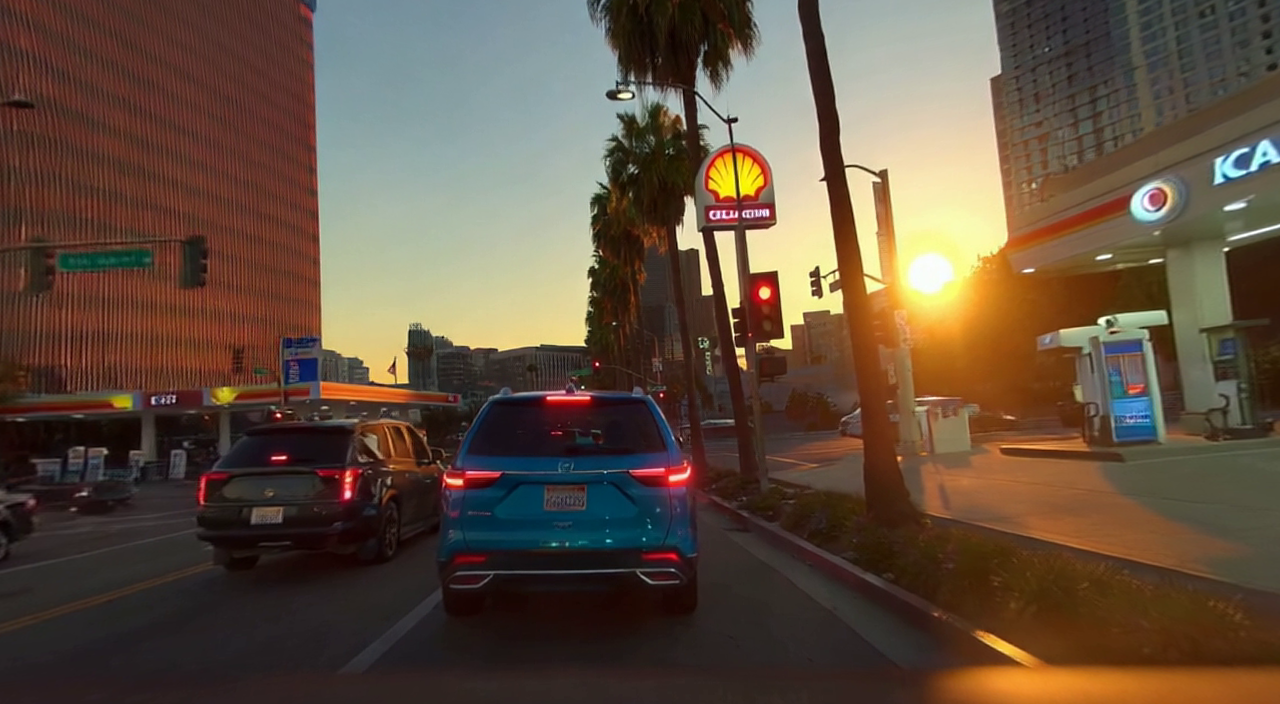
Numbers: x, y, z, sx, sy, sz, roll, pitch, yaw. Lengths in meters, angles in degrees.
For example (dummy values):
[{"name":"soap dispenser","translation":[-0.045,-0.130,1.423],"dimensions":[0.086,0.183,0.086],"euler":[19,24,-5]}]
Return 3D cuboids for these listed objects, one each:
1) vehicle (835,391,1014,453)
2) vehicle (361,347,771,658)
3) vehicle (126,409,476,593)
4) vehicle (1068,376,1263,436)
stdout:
[{"name":"vehicle","translation":[9.986,2.501,22.459],"dimensions":[5.307,2.076,2.122],"euler":[0,-8,-4]},{"name":"vehicle","translation":[-0.548,1.269,6.421],"dimensions":[2.519,1.913,4.819],"euler":[0,-8,-3]},{"name":"vehicle","translation":[-3.819,1.756,8.487],"dimensions":[2.097,1.692,5.030],"euler":[0,-8,-3]},{"name":"vehicle","translation":[18.775,1.979,22.790],"dimensions":[5.033,1.999,2.259],"euler":[0,-8,-3]}]
